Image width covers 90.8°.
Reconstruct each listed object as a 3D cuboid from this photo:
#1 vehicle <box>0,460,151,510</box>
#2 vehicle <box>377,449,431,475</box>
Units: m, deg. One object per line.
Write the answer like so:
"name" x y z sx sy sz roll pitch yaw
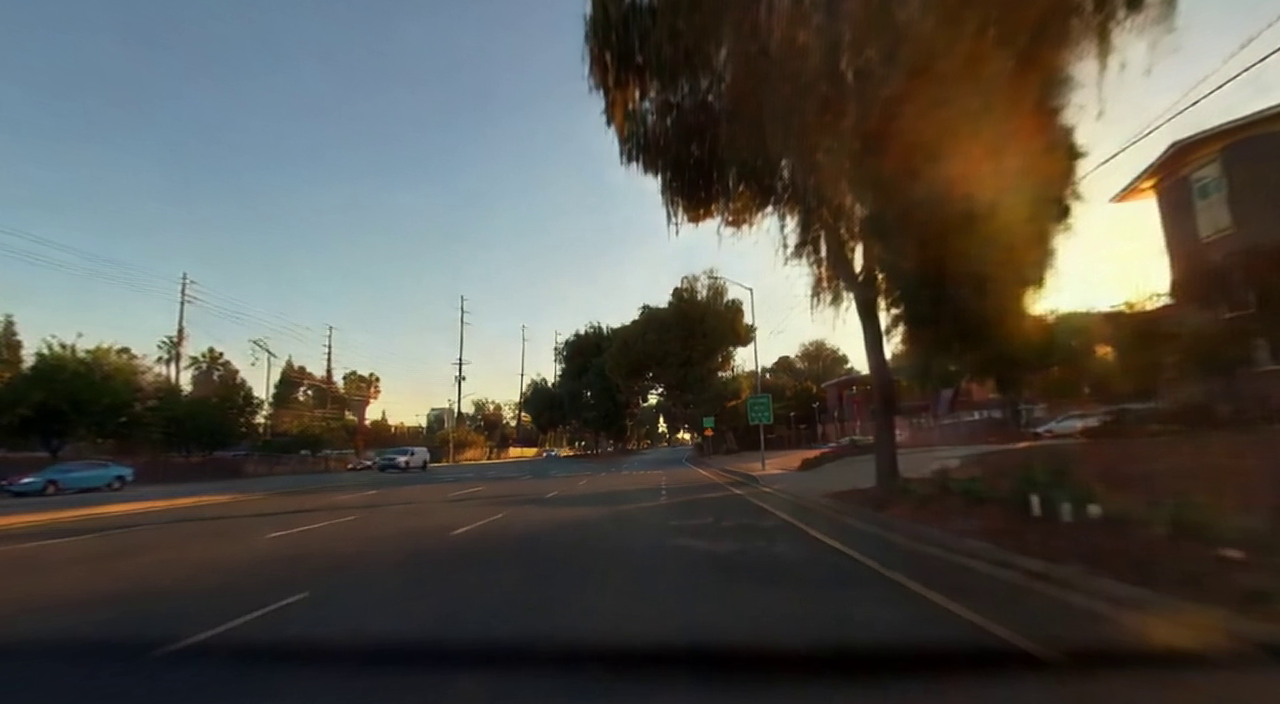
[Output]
"vehicle" -20.288 4.651 22.531 1.806 1.438 4.461 -1 -8 7
"vehicle" -15.837 7.366 42.614 1.925 1.649 4.010 -1 -8 2
